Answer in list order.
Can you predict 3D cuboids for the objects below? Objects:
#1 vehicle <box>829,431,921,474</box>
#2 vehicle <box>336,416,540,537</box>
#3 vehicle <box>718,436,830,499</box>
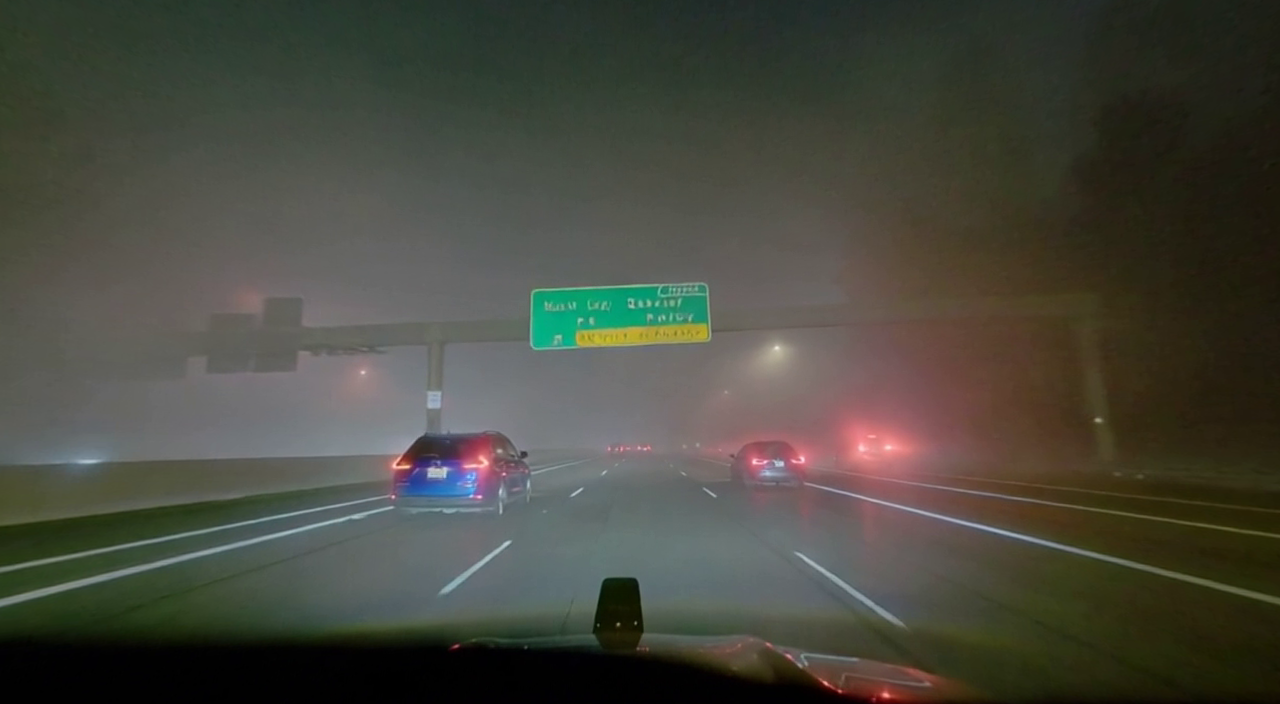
[{"bbox_3d":[11.183,4.868,30.609,2.223,1.865,5.704,0,-9,-1],"label":"vehicle"},{"bbox_3d":[-3.301,2.158,11.511,2.193,1.746,4.512,0,-9,0],"label":"vehicle"},{"bbox_3d":[3.667,3.279,18.342,2.107,1.550,4.949,0,-9,-1],"label":"vehicle"}]
